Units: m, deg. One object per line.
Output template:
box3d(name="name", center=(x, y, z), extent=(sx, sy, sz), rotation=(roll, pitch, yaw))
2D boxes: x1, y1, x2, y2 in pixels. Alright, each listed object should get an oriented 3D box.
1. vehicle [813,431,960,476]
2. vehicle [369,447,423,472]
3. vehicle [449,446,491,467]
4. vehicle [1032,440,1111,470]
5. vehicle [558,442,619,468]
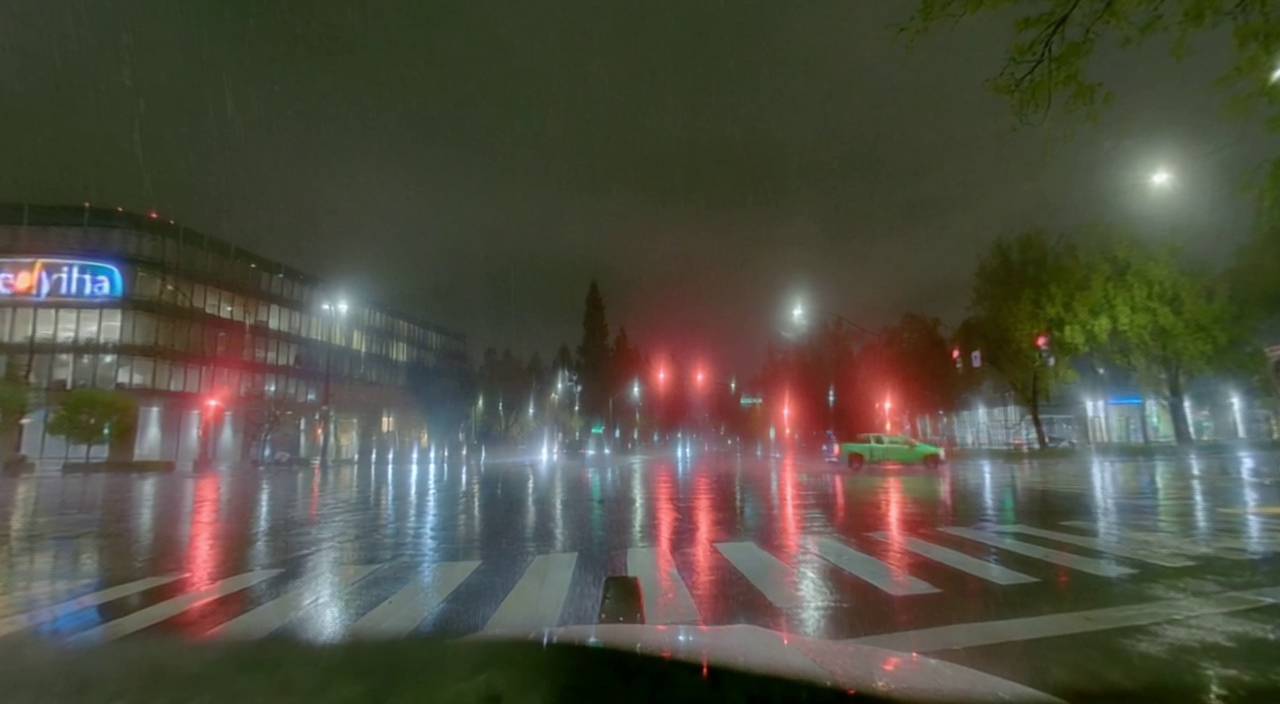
box3d(name="vehicle", center=(10.969, 4.566, 28.512), extent=(5.667, 1.927, 2.289), rotation=(0, -9, 3))
box3d(name="vehicle", center=(-16.245, 7.144, 42.254), extent=(1.883, 1.586, 4.297), rotation=(0, -9, 0))
box3d(name="vehicle", center=(-12.605, 7.760, 47.082), extent=(1.946, 1.474, 4.008), rotation=(0, -9, 0))
box3d(name="vehicle", center=(26.365, 6.266, 38.558), extent=(4.541, 1.731, 2.007), rotation=(5, -10, -28))
box3d(name="vehicle", center=(-3.182, 6.254, 38.460), extent=(1.879, 1.464, 4.457), rotation=(5, -10, -31))
